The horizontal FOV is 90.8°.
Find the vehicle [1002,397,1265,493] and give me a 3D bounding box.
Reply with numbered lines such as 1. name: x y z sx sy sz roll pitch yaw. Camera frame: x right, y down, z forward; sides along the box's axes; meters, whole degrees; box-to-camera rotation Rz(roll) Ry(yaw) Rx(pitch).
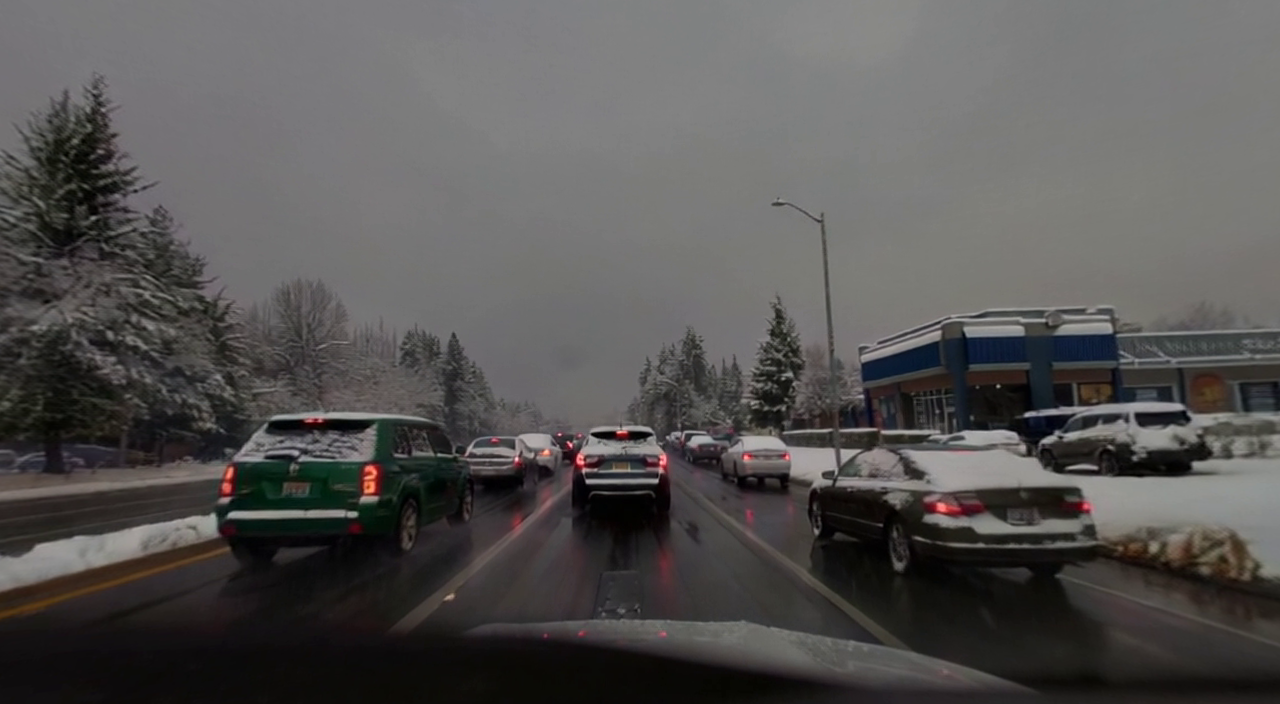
1. vehicle: 11.675 2.281 15.614 2.350 1.929 4.893 -1 -8 -2

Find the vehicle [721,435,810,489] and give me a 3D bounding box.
1. vehicle: 3.859 3.451 20.186 1.875 1.521 4.192 0 -8 -1

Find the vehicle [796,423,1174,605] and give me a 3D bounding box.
1. vehicle: 3.376 1.653 7.414 1.900 1.477 4.352 0 -8 -1

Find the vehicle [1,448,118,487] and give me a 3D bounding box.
1. vehicle: -30.936 6.154 33.767 4.209 1.733 1.932 -2 -7 -4

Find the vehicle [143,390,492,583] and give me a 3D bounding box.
1. vehicle: -3.643 1.630 8.396 2.231 1.853 4.461 0 -9 0

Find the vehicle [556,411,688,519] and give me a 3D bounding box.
1. vehicle: -0.347 2.248 12.927 2.238 1.825 4.190 0 -9 -1
